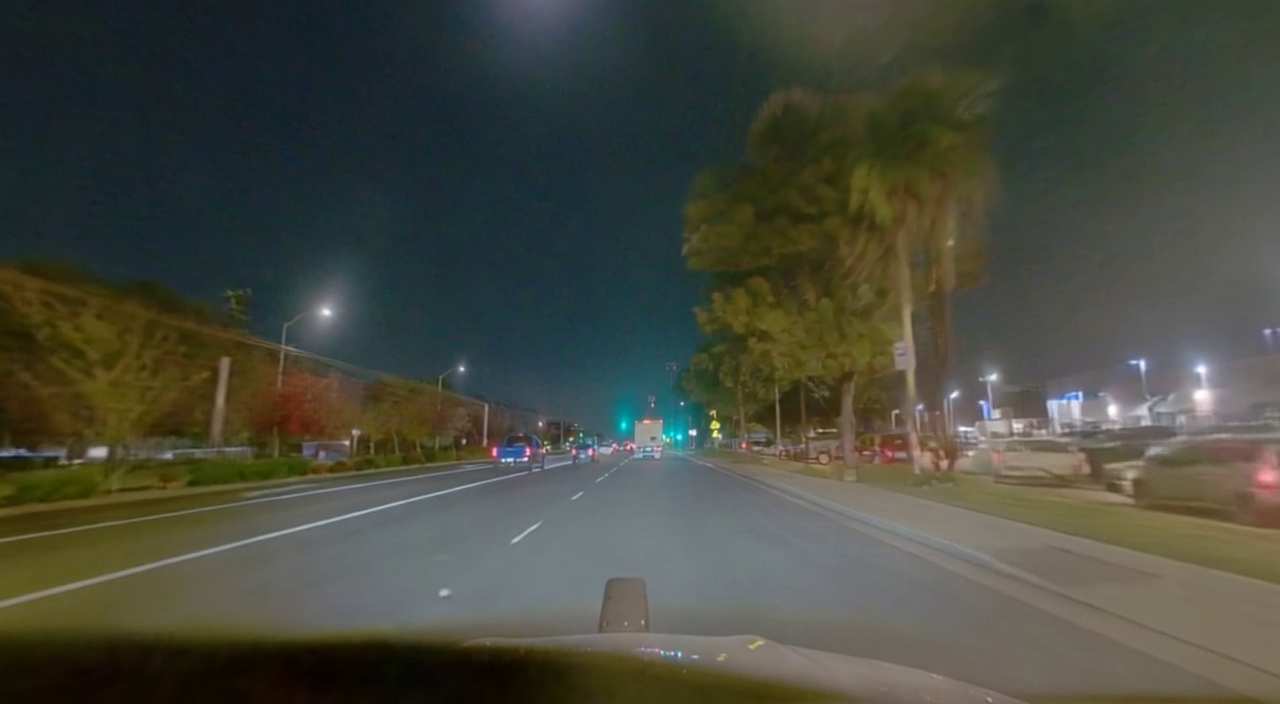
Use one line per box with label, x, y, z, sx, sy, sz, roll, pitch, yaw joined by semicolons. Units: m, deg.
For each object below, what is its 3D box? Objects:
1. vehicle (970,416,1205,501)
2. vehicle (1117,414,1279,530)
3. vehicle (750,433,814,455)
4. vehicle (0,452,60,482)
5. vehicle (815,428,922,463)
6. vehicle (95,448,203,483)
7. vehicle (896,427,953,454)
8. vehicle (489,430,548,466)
vehicle;9.459;2.296;13.921;1.956;1.551;4.439;0;-8;1
vehicle;9.410;1.629;8.681;2.097;1.497;4.685;0;-8;2
vehicle;10.695;6.952;47.551;4.346;1.595;1.964;0;-8;0
vehicle;-33.613;6.043;33.329;4.071;1.495;1.741;0;-8;-2
vehicle;11.485;4.761;31.957;4.655;1.688;1.876;0;-8;1
vehicle;-25.978;5.980;33.600;1.918;1.687;4.653;0;-8;1
vehicle;20.270;6.364;45.114;1.983;1.782;4.920;-1;-8;3
vehicle;-6.761;5.439;35.753;2.149;1.893;5.187;0;-8;2
